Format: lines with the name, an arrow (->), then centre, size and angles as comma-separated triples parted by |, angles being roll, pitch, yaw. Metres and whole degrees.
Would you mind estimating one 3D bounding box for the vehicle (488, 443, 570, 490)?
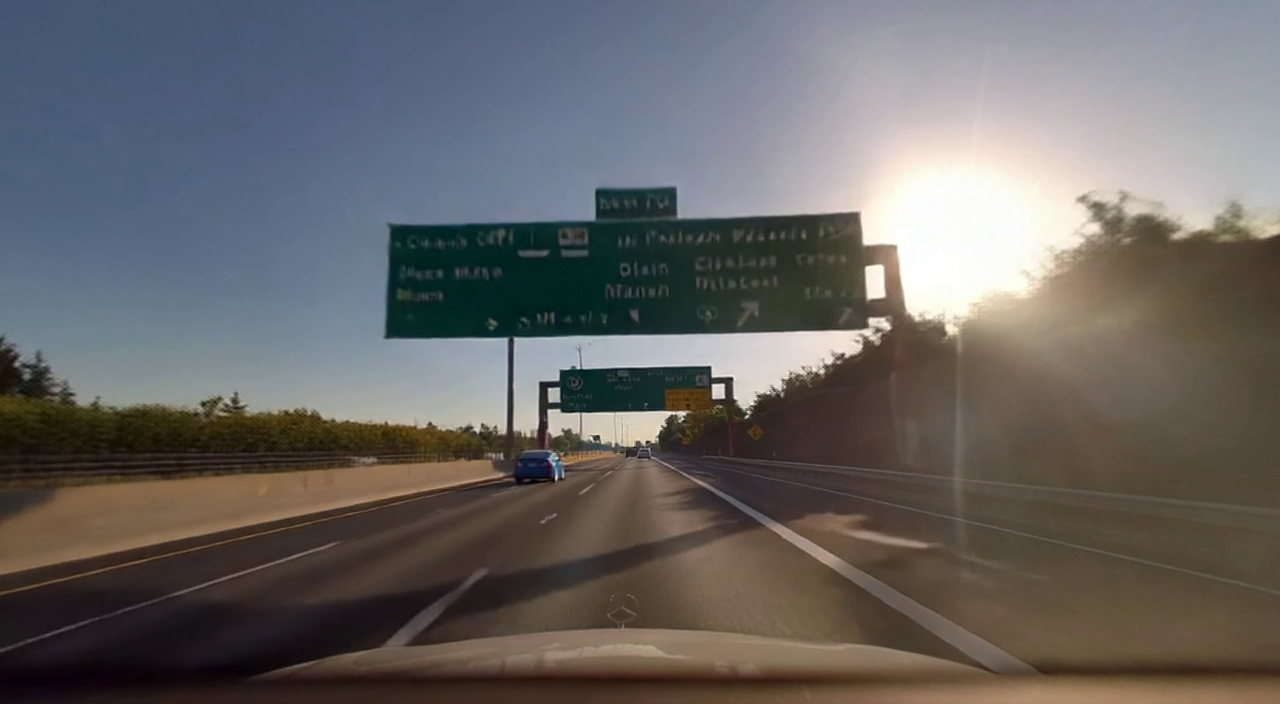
vehicle -> -3.963, 4.198, 23.355 | 2.160, 1.552, 4.592 | 0, -9, 1
